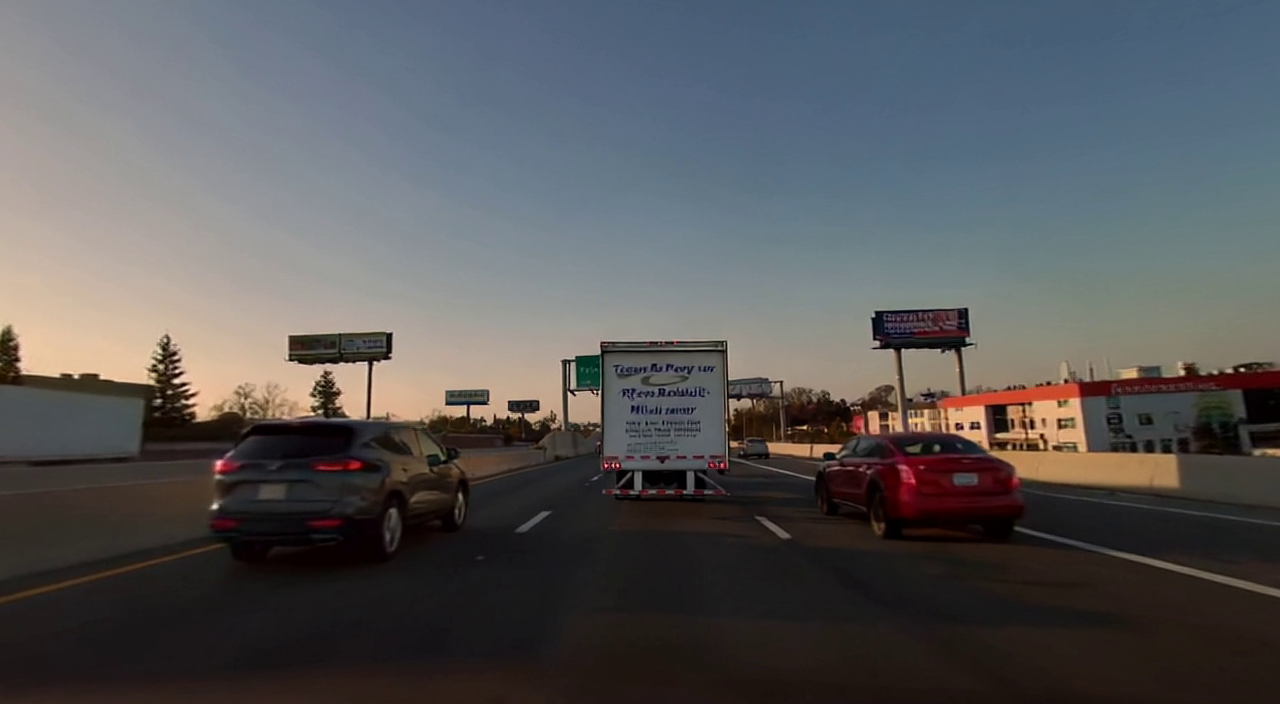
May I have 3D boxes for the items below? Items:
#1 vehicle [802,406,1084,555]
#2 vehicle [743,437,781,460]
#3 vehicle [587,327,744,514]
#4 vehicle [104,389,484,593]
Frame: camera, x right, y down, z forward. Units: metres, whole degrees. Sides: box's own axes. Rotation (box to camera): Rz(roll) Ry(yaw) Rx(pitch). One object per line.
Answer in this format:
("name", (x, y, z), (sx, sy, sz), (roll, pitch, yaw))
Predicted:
("vehicle", (4.039, 1.780, 9.460), (2.066, 1.692, 4.339), (0, -8, 0))
("vehicle", (8.453, 6.727, 44.058), (1.931, 1.495, 3.889), (0, -8, 1))
("vehicle", (0.607, 1.801, 15.468), (2.733, 3.296, 8.571), (-1, -8, 2))
("vehicle", (-3.580, 1.528, 7.798), (2.030, 1.757, 4.509), (-1, -8, 2))
